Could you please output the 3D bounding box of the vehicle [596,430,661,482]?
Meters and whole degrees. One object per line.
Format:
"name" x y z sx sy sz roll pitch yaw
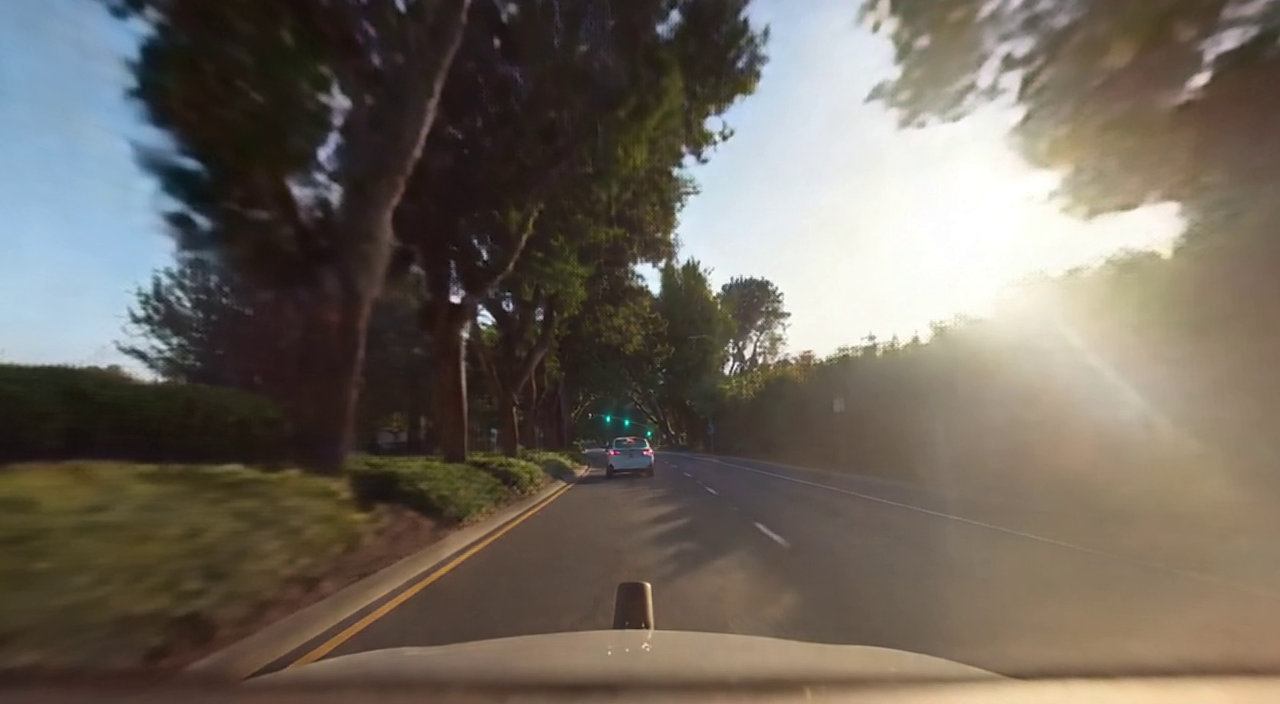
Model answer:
"vehicle" -0.421 3.835 23.460 2.192 1.734 4.176 0 -8 -1
